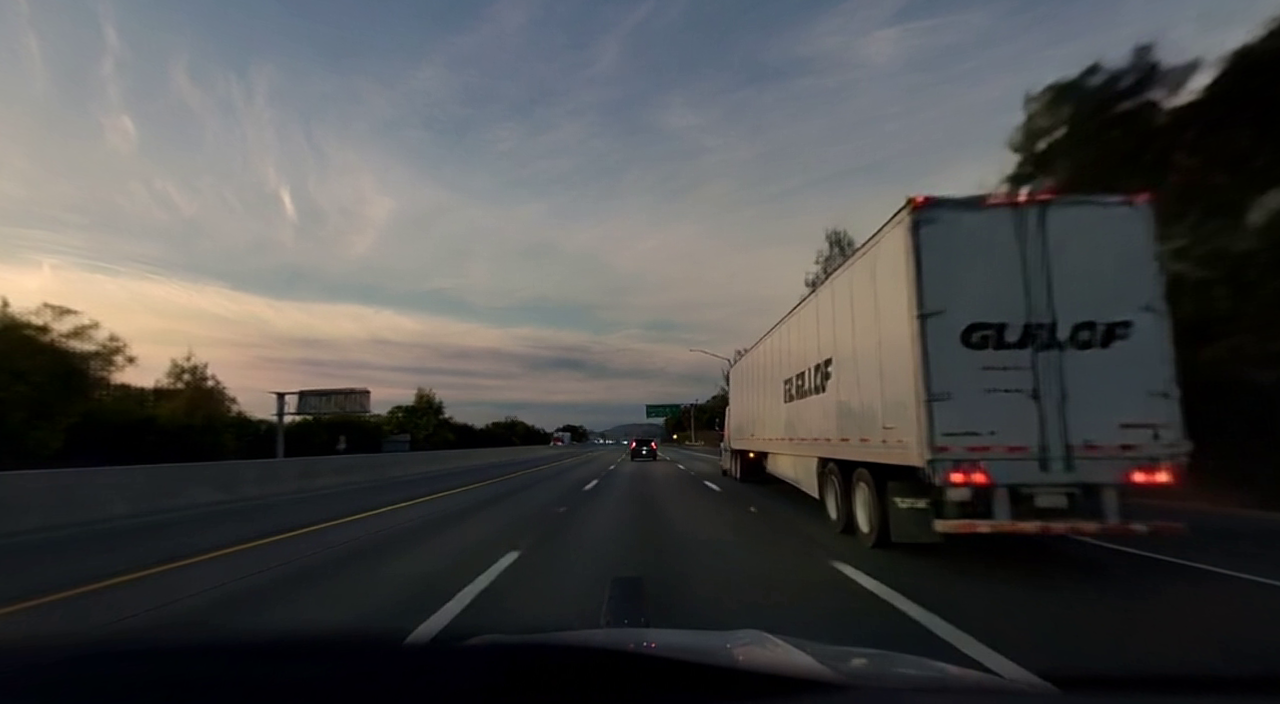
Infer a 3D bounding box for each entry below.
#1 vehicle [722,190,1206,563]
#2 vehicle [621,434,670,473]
[{"bbox_3d":[4.440,1.257,14.449,2.936,4.125,15.204,0,-8,-1],"label":"vehicle"},{"bbox_3d":[0.242,4.636,29.061,2.111,1.635,4.177,0,-8,0],"label":"vehicle"}]
